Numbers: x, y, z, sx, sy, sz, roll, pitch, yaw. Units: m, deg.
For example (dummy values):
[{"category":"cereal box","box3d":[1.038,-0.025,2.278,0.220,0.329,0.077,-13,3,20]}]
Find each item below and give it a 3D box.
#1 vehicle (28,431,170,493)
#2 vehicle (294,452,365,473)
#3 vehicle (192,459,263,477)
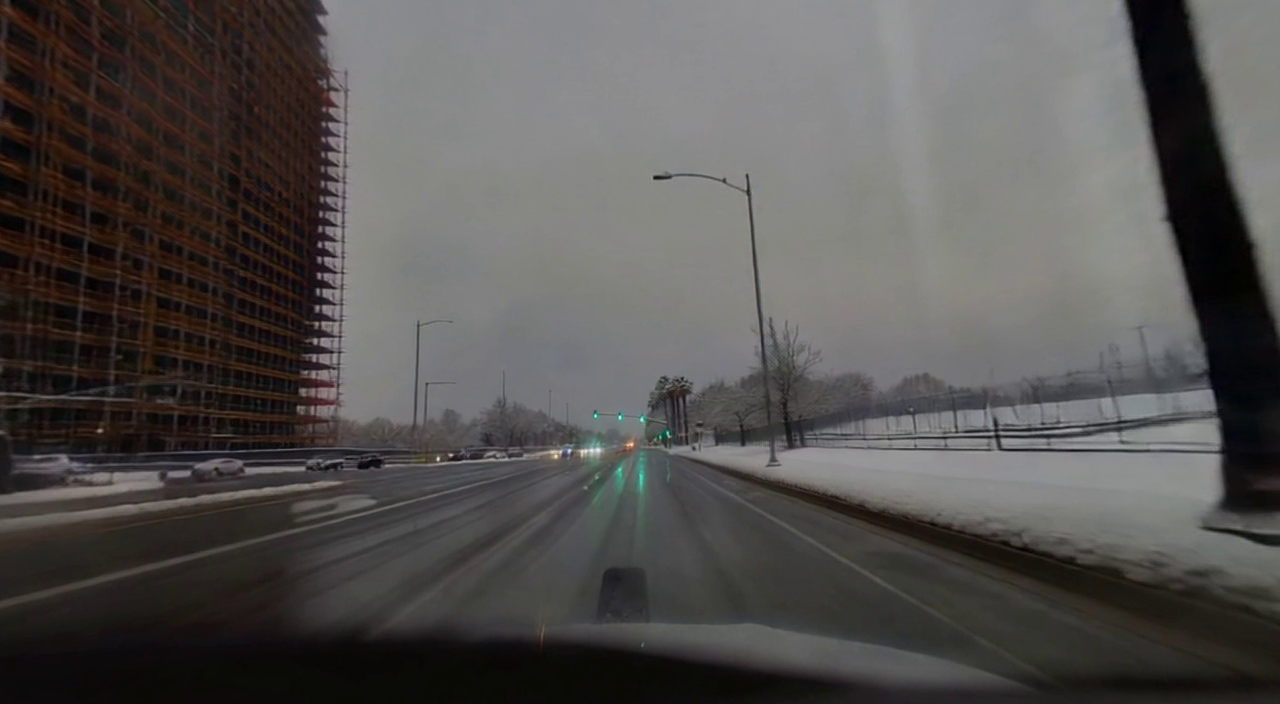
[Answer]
[{"category":"vehicle","box3d":[-26.824,5.362,31.227,6.454,2.718,3.175,-5,-10,30]},{"category":"vehicle","box3d":[-24.430,8.692,49.744,1.790,1.484,4.651,-7,-11,40]},{"category":"vehicle","box3d":[-30.133,8.480,46.203,4.101,1.243,1.698,4,-10,-26]}]
